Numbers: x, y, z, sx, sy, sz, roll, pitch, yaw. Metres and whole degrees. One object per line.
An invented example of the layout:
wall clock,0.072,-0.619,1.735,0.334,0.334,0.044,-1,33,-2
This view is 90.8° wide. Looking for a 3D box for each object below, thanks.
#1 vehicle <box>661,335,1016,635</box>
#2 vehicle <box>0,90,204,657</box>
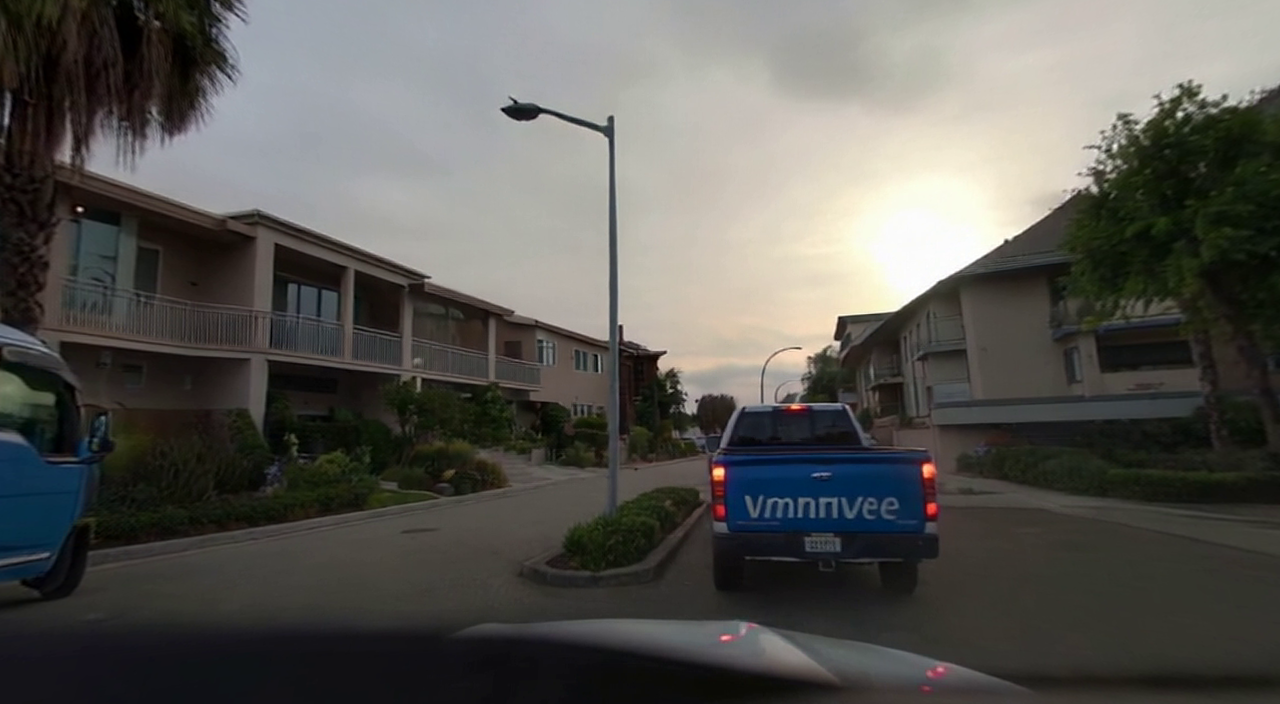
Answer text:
vehicle,1.731,1.359,7.484,2.418,2.078,5.866,-1,-9,7
vehicle,-6.505,-0.405,0.604,2.998,3.659,10.517,-2,-9,13
